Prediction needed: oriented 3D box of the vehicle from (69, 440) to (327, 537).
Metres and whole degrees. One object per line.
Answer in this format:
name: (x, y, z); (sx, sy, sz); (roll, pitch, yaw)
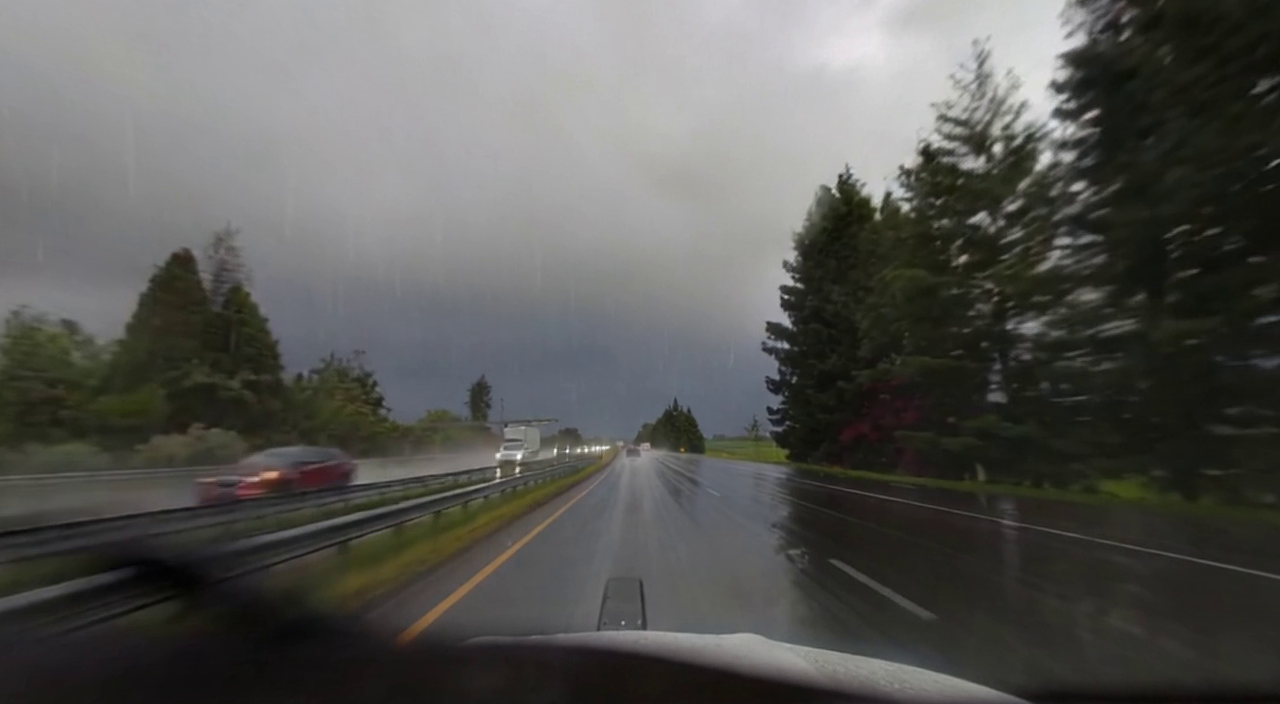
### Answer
vehicle: (-8.041, 2.485, 12.088); (1.895, 1.477, 4.183); (-1, -9, 0)

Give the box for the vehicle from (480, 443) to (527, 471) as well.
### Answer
vehicle: (-8.926, 6.889, 41.534); (2.167, 1.729, 4.445); (-1, -9, 0)
